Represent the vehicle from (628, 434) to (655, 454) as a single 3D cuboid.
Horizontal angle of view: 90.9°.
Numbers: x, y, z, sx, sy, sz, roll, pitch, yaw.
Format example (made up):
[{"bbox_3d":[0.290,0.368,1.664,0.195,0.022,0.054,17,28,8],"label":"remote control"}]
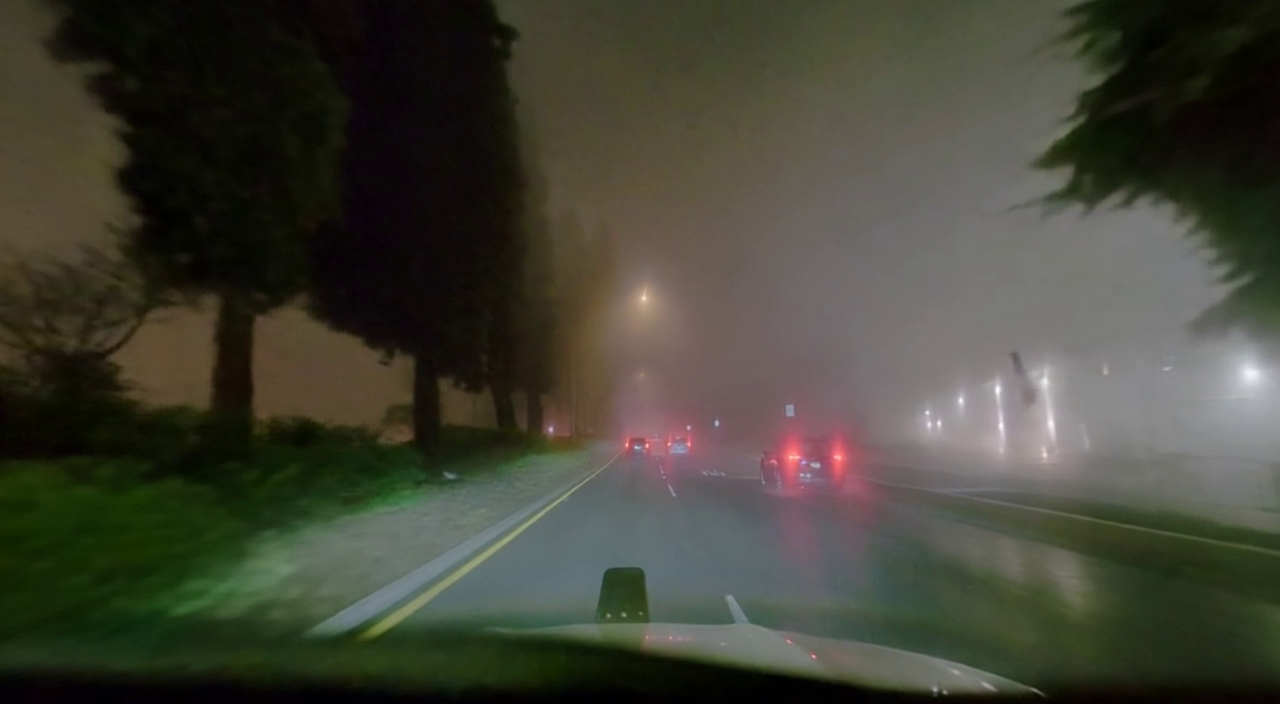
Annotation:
[{"bbox_3d":[0.117,7.228,49.509,2.039,1.462,4.203,0,-8,0],"label":"vehicle"}]
